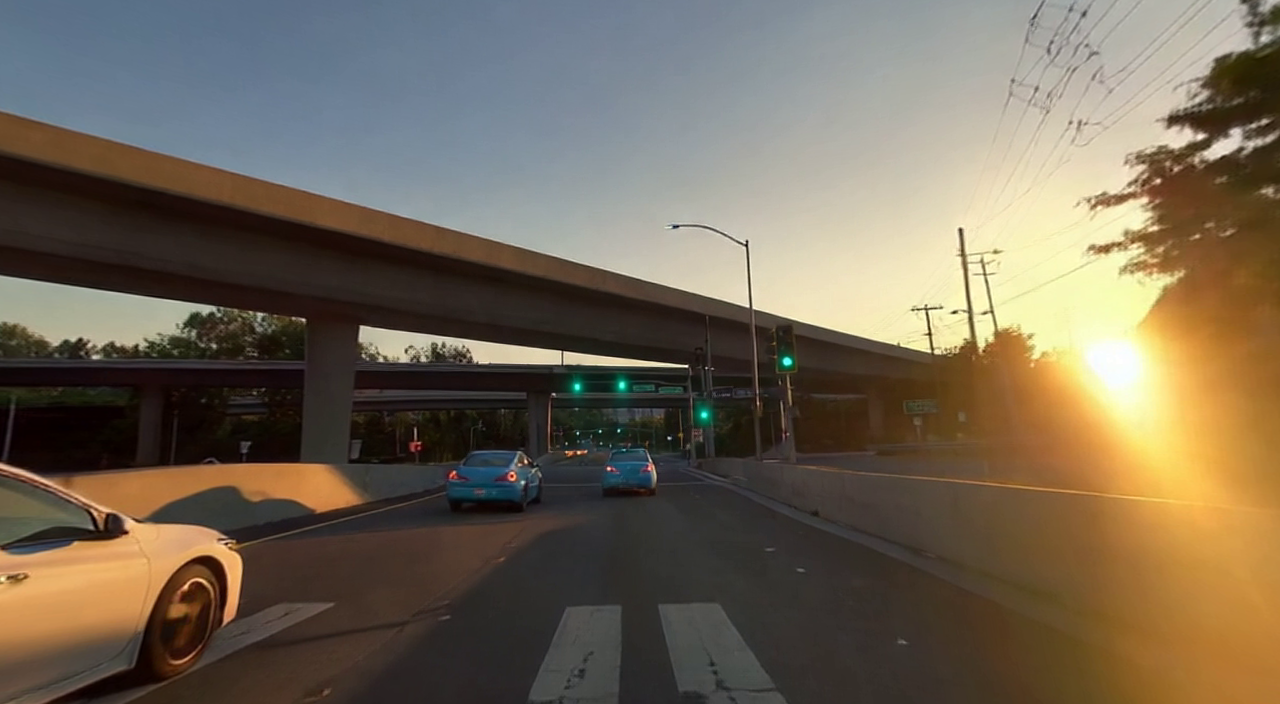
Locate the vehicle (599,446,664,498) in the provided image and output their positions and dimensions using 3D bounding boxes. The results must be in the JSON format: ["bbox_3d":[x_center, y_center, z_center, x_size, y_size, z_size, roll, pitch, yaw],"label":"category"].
[{"bbox_3d":[-0.271,3.979,21.346,1.985,1.565,3.968,0,-8,0],"label":"vehicle"}]

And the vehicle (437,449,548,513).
[{"bbox_3d":[-3.751,3.335,16.875,1.946,1.437,4.154,0,-8,0],"label":"vehicle"}]

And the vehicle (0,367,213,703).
[{"bbox_3d":[-3.543,0.766,1.595,1.925,1.666,4.271,0,-8,0],"label":"vehicle"}]
